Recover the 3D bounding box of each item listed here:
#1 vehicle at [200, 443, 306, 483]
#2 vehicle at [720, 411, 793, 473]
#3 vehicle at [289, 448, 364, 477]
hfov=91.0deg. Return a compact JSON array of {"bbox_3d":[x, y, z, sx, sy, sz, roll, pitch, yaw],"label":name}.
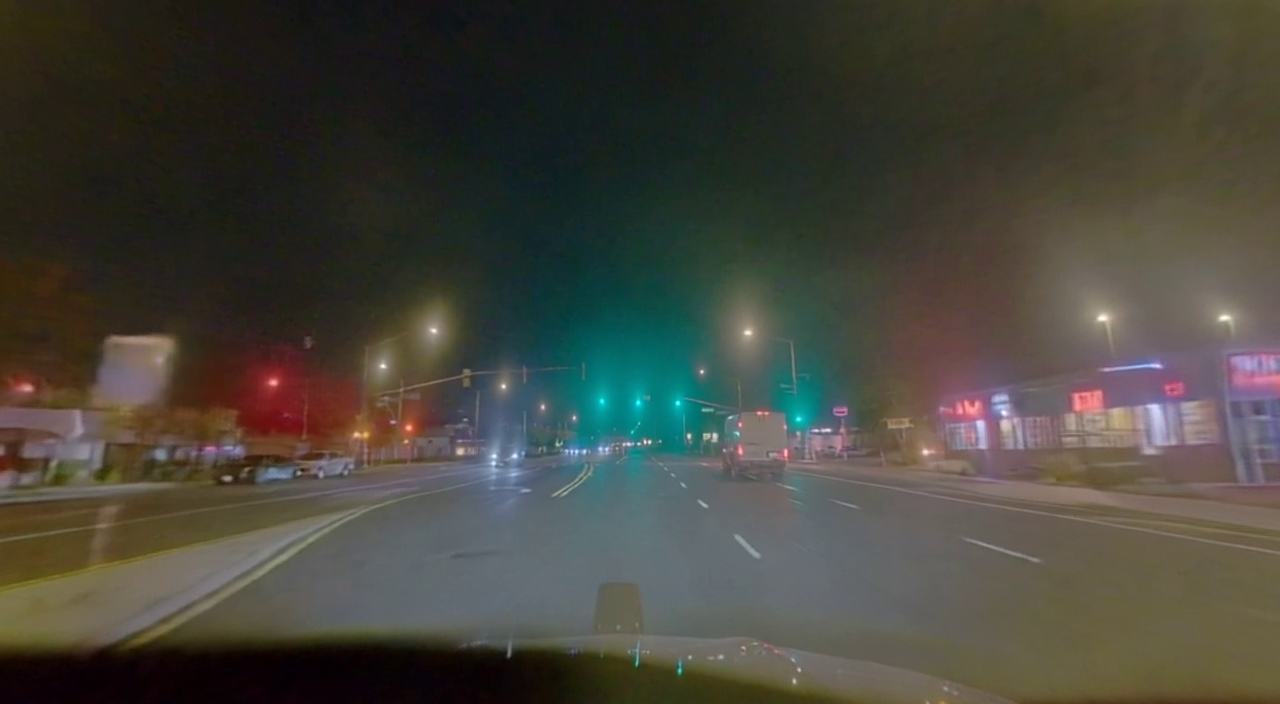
[{"bbox_3d":[-18.320,5.262,30.107,2.097,1.733,4.527,0,-8,2],"label":"vehicle"},{"bbox_3d":[6.640,5.305,37.073,2.802,3.208,7.459,1,-8,0],"label":"vehicle"},{"bbox_3d":[-18.206,6.404,36.882,1.901,1.513,4.795,0,-8,1],"label":"vehicle"}]
